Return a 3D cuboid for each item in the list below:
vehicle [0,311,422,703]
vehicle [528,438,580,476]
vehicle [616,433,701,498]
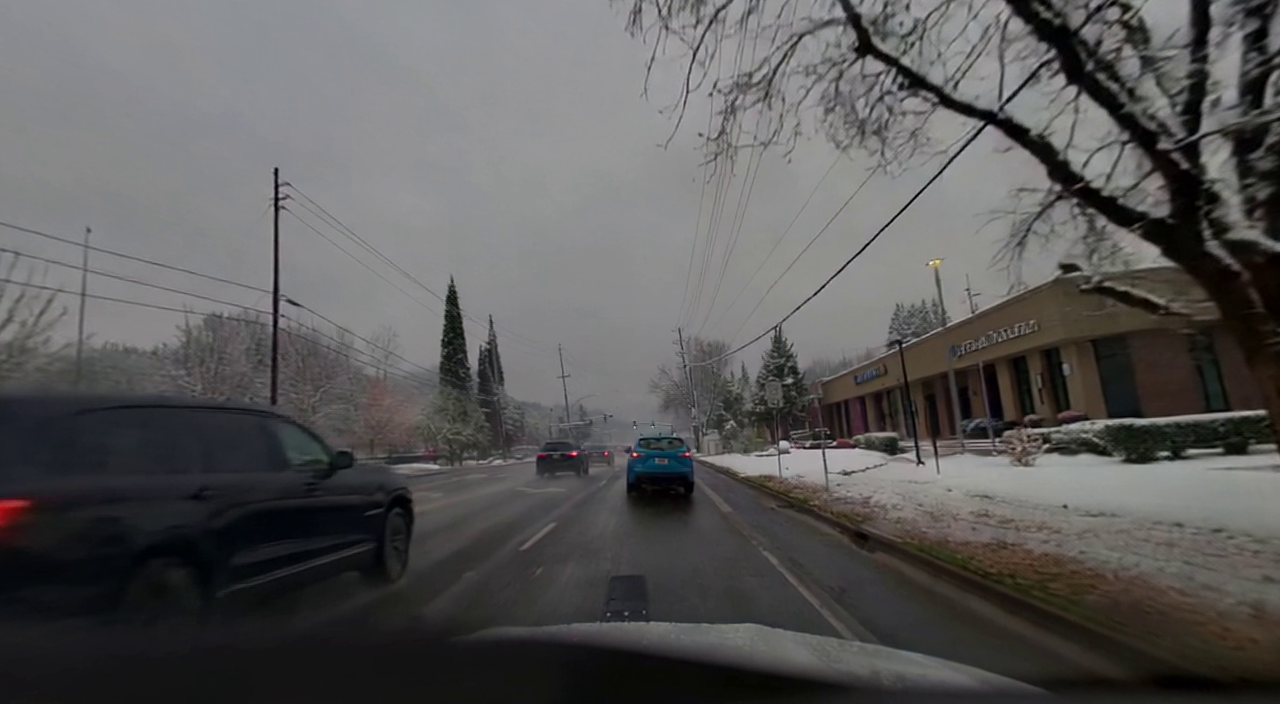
[{"bbox_3d":[-3.494,1.024,4.214,2.064,1.859,5.154,0,-8,2],"label":"vehicle"},{"bbox_3d":[-4.086,5.029,30.568,1.862,1.694,4.315,0,-8,0],"label":"vehicle"},{"bbox_3d":[0.428,3.145,17.920,2.108,1.612,4.246,0,-8,-1],"label":"vehicle"}]
